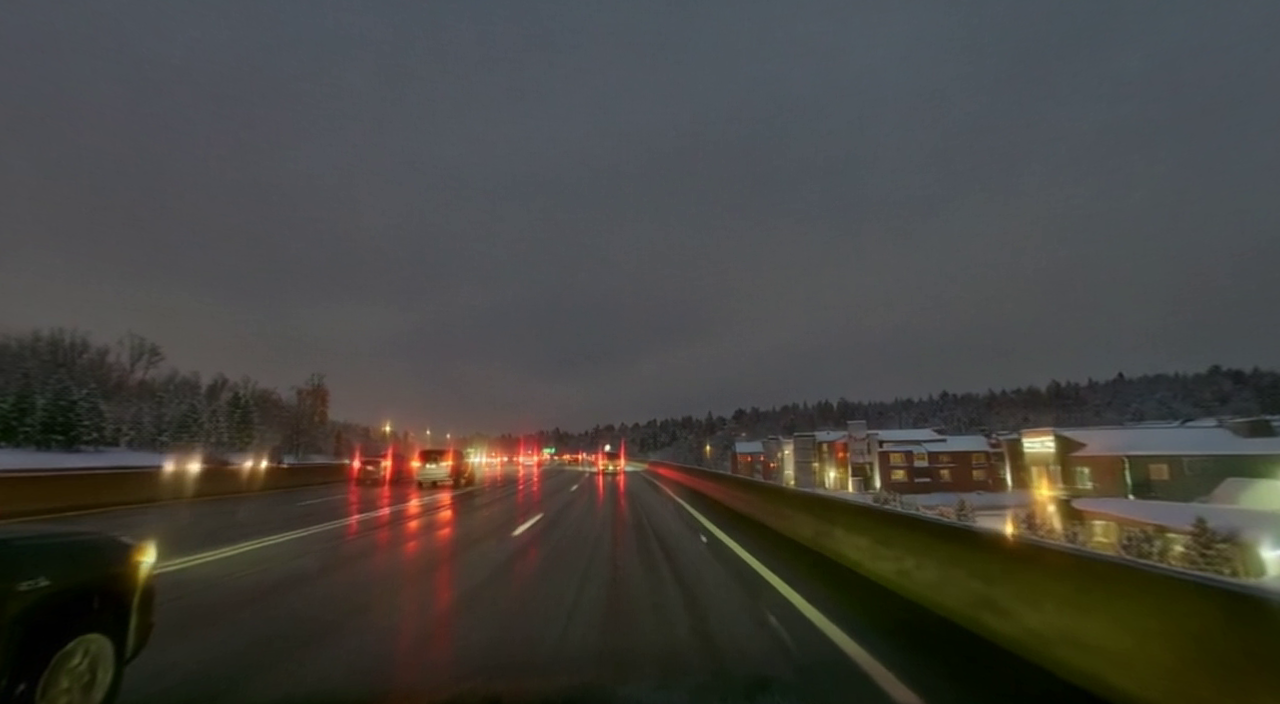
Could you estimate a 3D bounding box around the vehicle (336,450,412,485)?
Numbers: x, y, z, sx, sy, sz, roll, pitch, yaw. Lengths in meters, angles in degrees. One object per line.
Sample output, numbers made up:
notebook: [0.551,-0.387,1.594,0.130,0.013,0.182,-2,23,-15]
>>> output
vehicle: [-12.346,5.359,29.520,1.936,1.501,3.900,0,-9,-2]

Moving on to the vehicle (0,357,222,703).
vehicle: [-3.624,0.738,1.528,2.036,1.717,4.592,0,-9,0]

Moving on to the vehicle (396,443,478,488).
vehicle: [-8.412,4.717,26.514,2.065,1.689,4.399,0,-9,-1]

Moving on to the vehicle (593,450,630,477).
vehicle: [-1.736,6.791,38.590,2.110,1.501,4.319,0,-9,-3]
